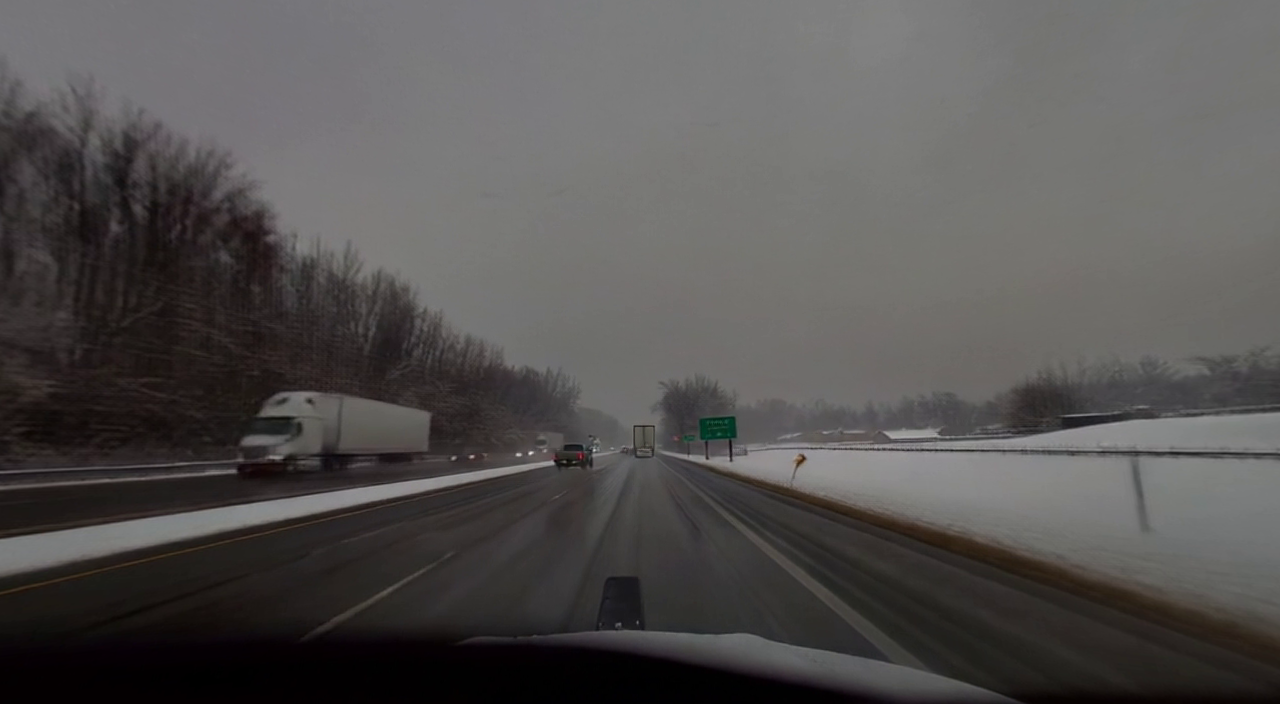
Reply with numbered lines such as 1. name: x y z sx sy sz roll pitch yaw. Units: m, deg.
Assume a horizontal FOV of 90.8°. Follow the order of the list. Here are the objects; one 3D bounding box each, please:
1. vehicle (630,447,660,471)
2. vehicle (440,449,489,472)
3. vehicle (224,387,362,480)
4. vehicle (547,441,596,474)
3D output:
1. vehicle: 0.314 6.820 40.228 1.853 1.436 3.438 0 -9 0
2. vehicle: -11.611 7.178 41.929 1.918 1.396 4.332 0 -9 1
3. vehicle: -15.848 3.844 29.417 2.912 3.866 5.822 0 -9 0
4. vehicle: -3.696 5.851 35.134 2.097 1.722 4.808 0 -9 1
